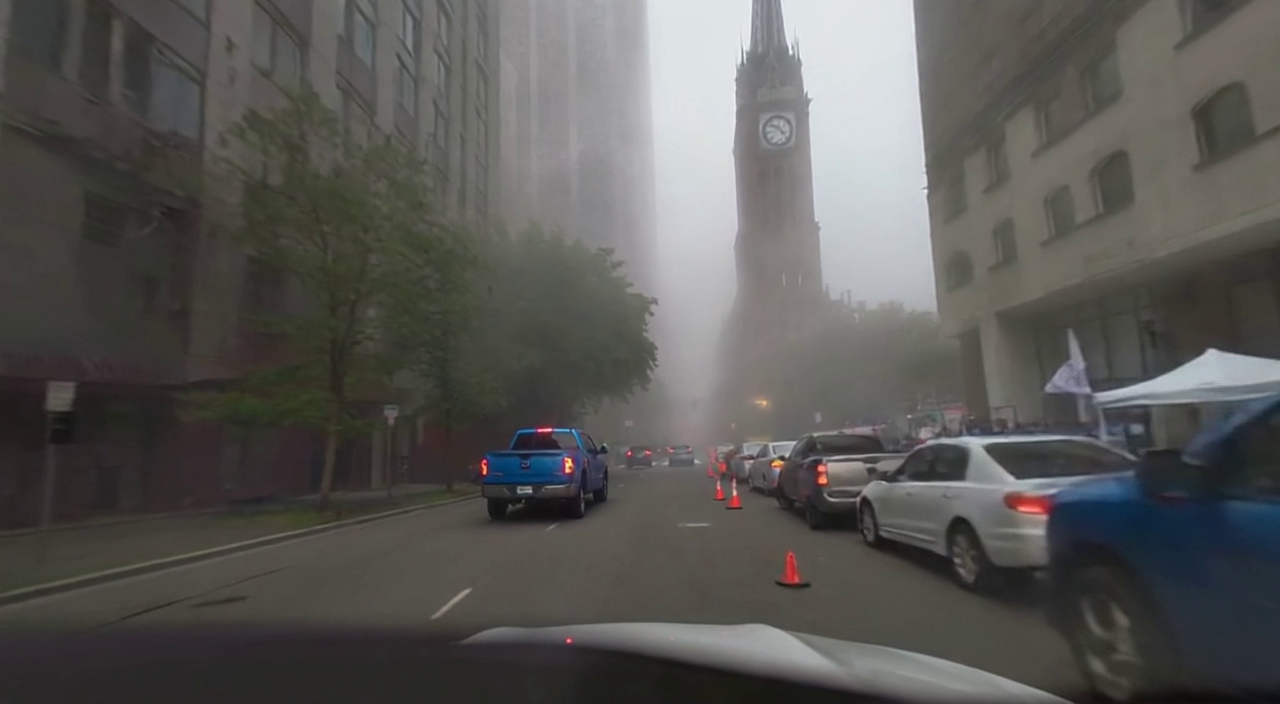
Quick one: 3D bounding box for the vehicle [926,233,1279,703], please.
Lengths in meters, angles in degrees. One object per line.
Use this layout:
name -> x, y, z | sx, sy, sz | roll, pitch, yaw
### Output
vehicle -> 2.835, 0.540, 1.454 | 2.186, 1.800, 4.723 | -1, -9, 1

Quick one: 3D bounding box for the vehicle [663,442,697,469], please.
vehicle -> 2.796, 7.214, 44.097 | 2.183, 1.784, 4.317 | -1, -9, 3

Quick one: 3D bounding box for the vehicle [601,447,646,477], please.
vehicle -> -0.843, 5.862, 33.968 | 1.895, 1.489, 4.328 | -1, -9, 5

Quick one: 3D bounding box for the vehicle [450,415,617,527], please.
vehicle -> -1.999, 2.549, 14.042 | 2.452, 1.954, 5.653 | -1, -9, 3
